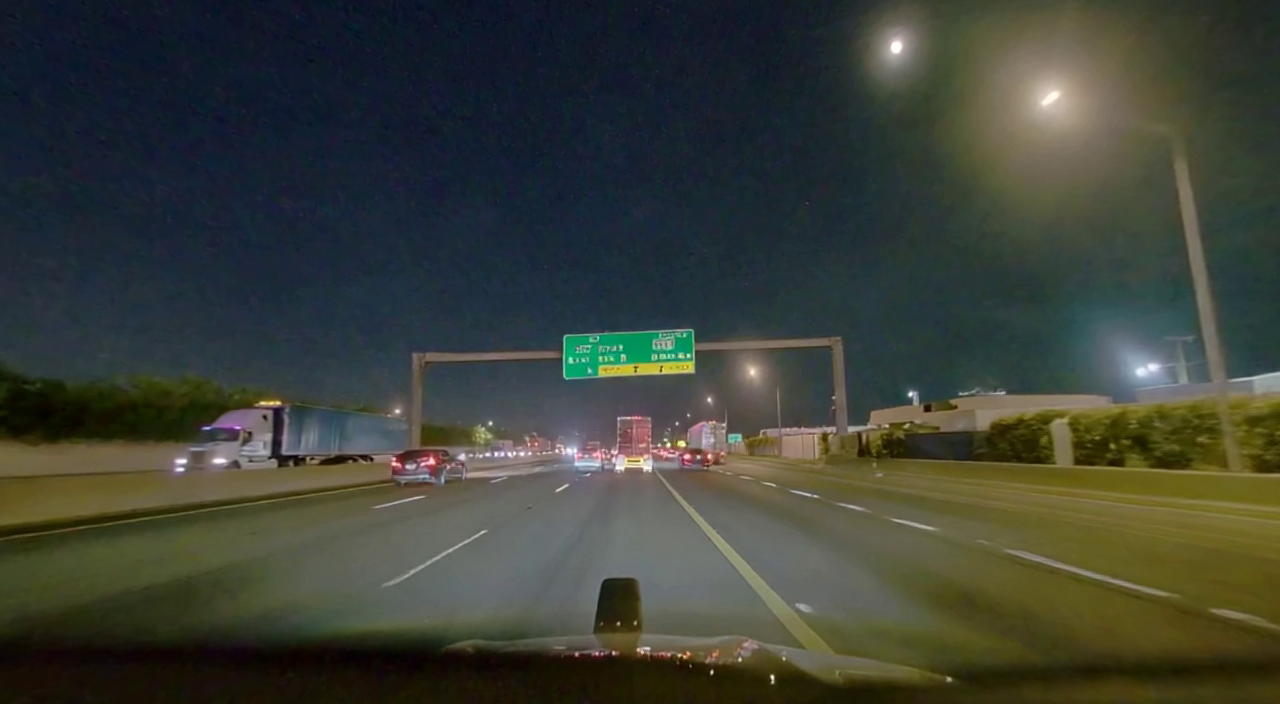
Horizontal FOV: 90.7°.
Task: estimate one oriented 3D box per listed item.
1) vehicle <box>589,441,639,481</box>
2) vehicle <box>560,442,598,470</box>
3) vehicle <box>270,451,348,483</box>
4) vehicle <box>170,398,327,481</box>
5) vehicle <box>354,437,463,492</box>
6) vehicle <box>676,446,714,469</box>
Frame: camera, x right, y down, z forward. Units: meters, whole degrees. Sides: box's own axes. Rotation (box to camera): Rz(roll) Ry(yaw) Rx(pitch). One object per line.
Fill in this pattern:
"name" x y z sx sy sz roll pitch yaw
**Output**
"vehicle" -1.222 4.948 28.999 2.132 1.679 4.045 0 -9 -3
"vehicle" -4.205 7.248 44.330 2.167 1.780 4.847 0 -9 0
"vehicle" -16.552 5.746 31.896 1.801 1.429 3.939 0 -9 0
"vehicle" -20.816 4.810 34.475 3.029 3.918 8.325 0 -9 1
"vehicle" -8.034 3.945 22.499 2.129 1.717 4.593 0 -9 0
"vehicle" 3.682 7.132 42.959 2.015 1.462 4.691 0 -9 -2
